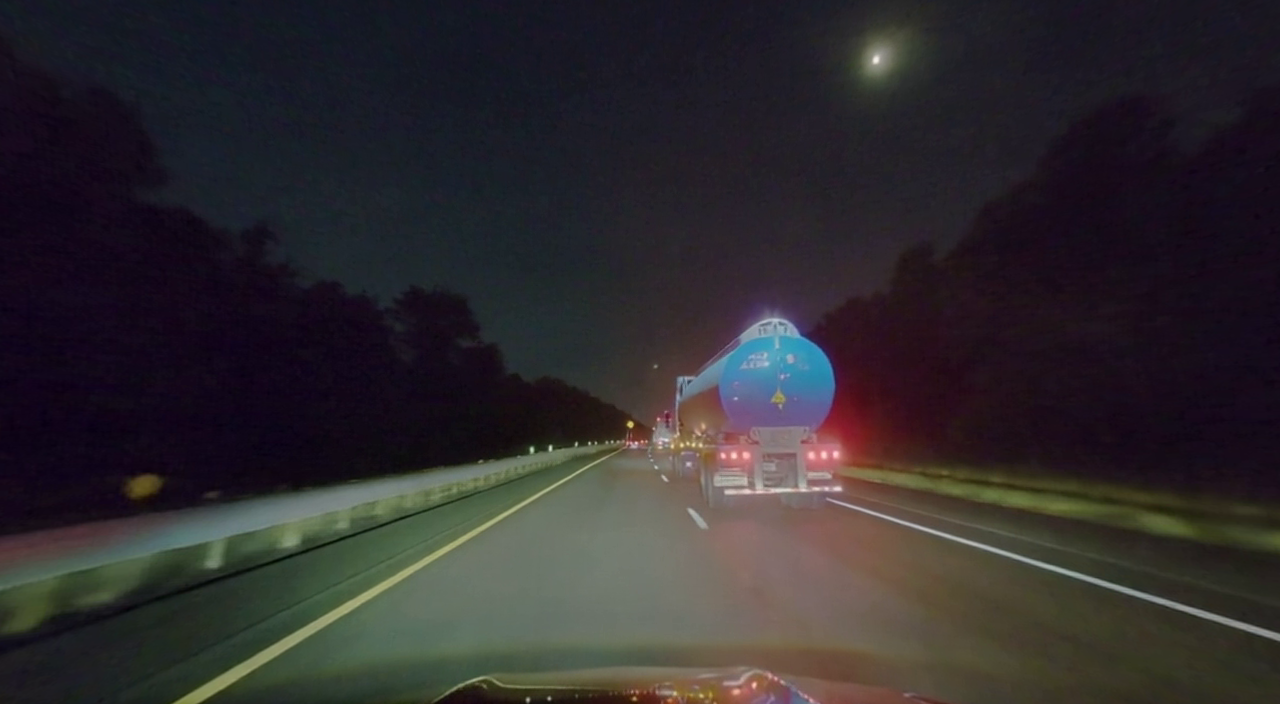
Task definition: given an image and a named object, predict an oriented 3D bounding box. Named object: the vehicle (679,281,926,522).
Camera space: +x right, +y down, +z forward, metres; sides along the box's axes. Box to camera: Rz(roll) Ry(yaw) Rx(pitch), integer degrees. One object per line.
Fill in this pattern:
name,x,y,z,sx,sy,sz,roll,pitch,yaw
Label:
vehicle,2.837,1.498,15.495,2.946,3.745,11.516,0,-8,0
